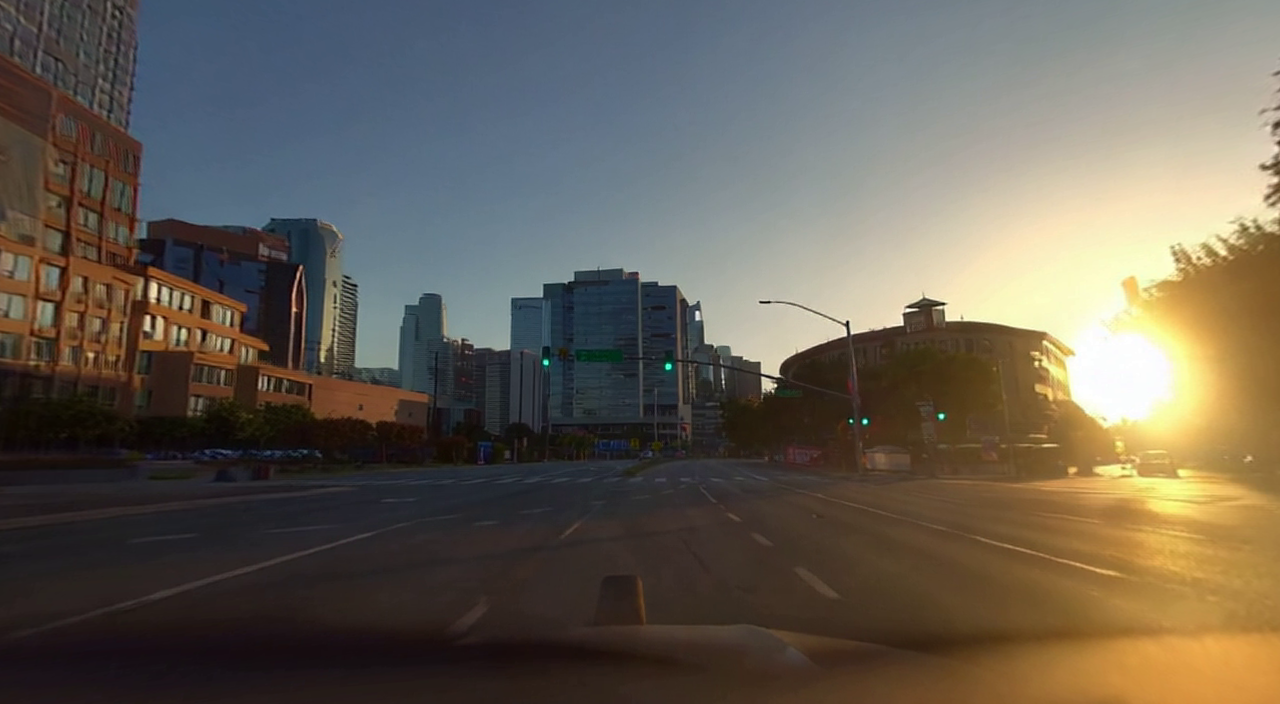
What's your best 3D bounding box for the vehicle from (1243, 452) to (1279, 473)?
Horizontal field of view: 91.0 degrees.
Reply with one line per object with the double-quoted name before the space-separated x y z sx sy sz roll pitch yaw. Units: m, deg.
"vehicle" 45.058 7.816 44.634 4.341 1.400 1.849 4 -10 -28
